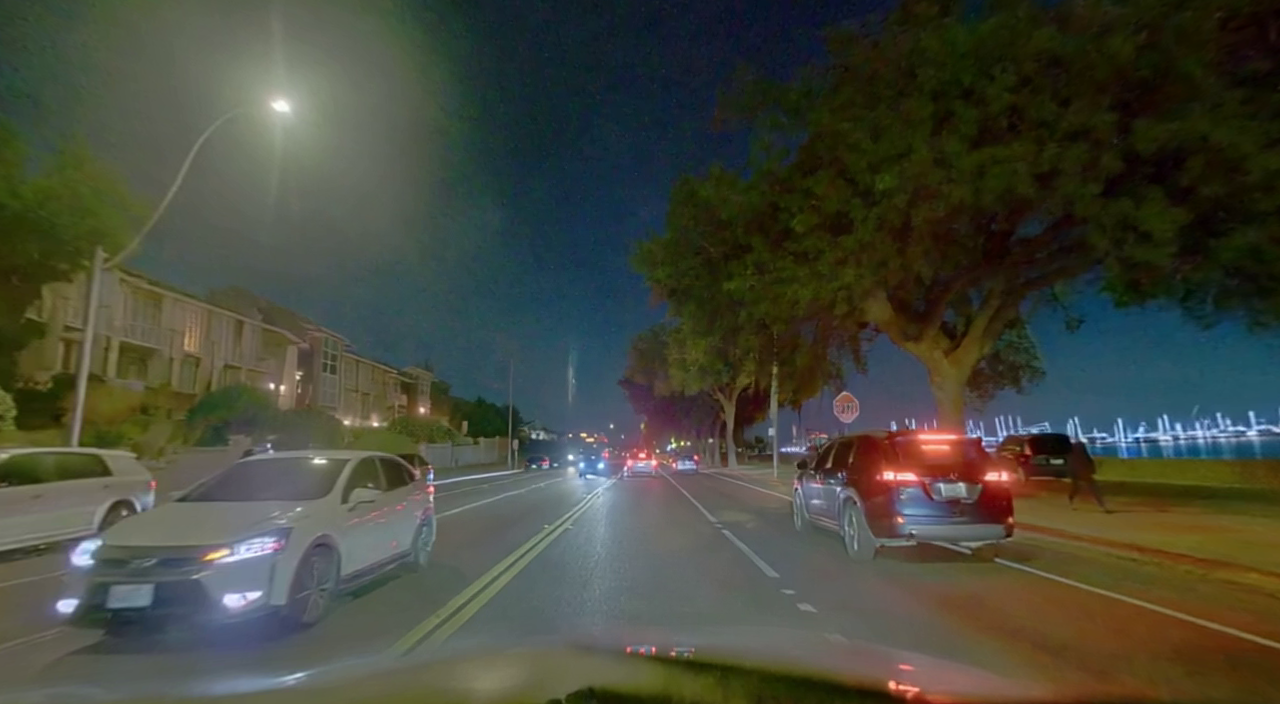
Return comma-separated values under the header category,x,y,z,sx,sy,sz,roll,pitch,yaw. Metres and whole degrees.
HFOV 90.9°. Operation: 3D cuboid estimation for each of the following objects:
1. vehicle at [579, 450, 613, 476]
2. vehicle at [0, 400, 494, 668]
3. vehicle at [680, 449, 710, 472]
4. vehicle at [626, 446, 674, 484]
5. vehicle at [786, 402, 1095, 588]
category,x,y,z,sx,sy,sz,roll,pitch,yaw
vehicle,-2.945,7.443,42.556,1.893,1.583,4.107,-1,-9,1
vehicle,-3.053,1.498,6.293,2.125,1.701,4.310,-1,-9,0
vehicle,3.989,7.932,46.288,1.876,1.626,3.851,0,-9,-1
vehicle,0.449,5.325,30.032,2.132,1.632,3.838,0,-9,0
vehicle,3.484,1.749,8.492,2.000,1.809,4.405,-1,-9,1
